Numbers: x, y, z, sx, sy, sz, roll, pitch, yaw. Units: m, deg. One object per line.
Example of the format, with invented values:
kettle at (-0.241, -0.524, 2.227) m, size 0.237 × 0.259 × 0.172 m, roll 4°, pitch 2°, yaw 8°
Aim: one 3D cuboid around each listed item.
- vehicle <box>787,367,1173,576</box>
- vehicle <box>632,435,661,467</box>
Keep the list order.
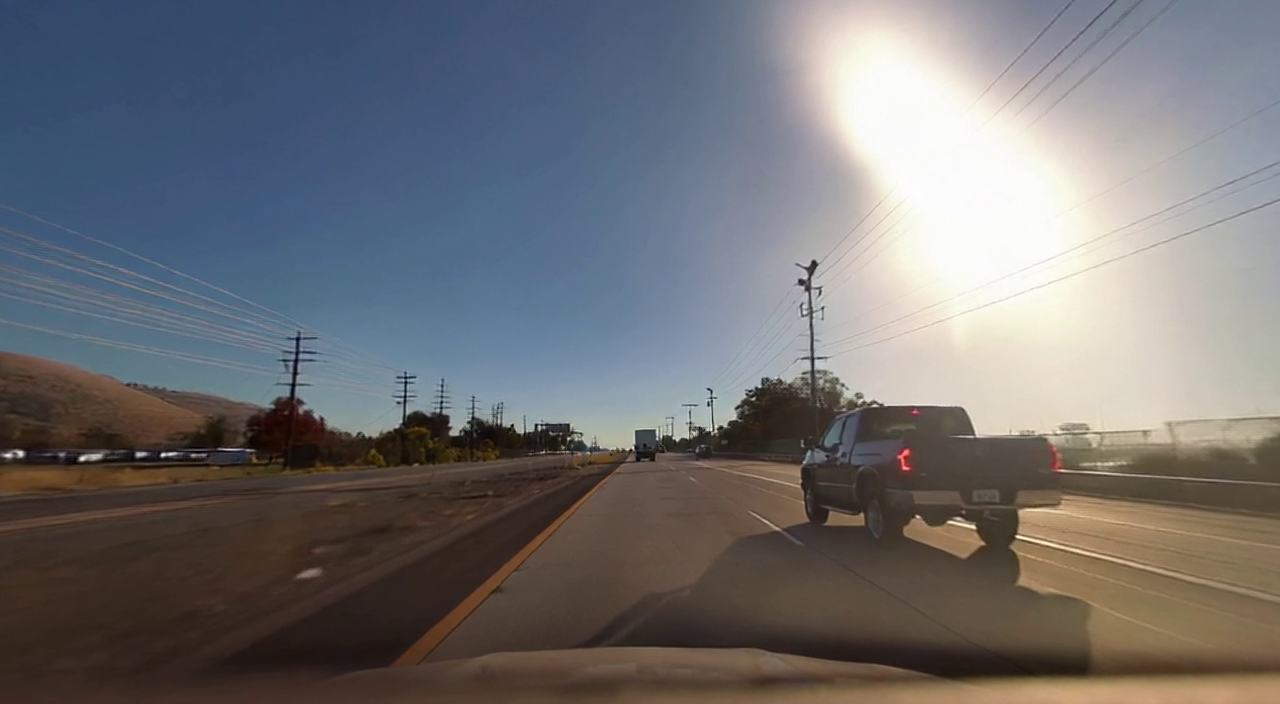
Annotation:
vehicle at (4.184, 1.653, 9.439) m, size 2.594 × 2.155 × 5.670 m, roll 0°, pitch -9°, yaw 0°
vehicle at (0.458, 7.433, 47.478) m, size 2.099 × 2.260 × 4.899 m, roll 0°, pitch -9°, yaw 0°
